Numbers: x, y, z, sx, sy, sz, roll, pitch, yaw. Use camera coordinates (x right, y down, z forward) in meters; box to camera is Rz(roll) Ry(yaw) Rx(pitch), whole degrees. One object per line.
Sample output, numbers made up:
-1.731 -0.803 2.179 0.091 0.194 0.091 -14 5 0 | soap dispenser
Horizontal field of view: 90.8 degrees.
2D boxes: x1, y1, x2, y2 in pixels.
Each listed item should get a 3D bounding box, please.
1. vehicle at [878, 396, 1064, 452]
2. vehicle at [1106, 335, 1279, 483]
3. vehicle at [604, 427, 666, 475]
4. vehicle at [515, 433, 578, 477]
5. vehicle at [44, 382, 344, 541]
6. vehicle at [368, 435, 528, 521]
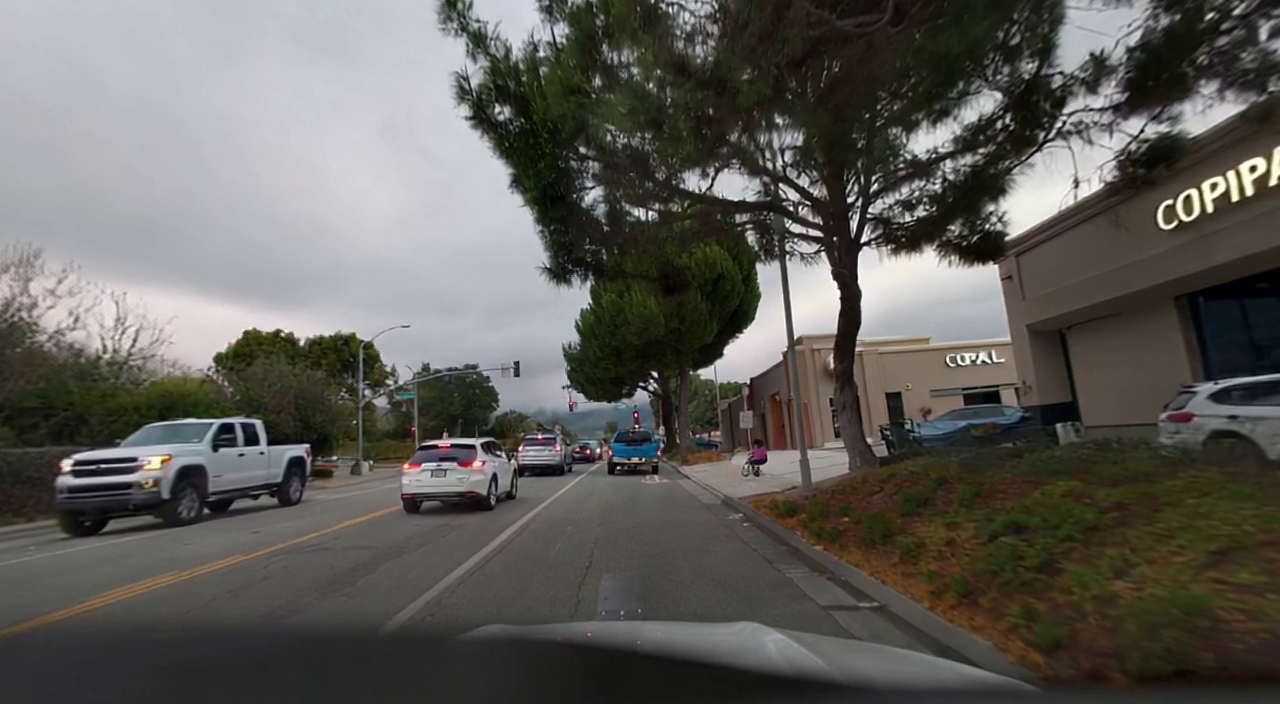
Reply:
9.095 2.032 17.500 4.159 1.416 2.049 2 -9 -14 | vehicle
8.892 0.777 7.891 4.853 1.528 2.039 1 -9 -10 | vehicle
-0.282 4.321 27.632 2.426 1.882 5.027 0 -9 -2 | vehicle
-3.937 4.419 27.275 2.046 1.750 4.452 0 -9 0 | vehicle
-13.167 3.342 20.022 3.062 3.442 8.771 -9 -9 0 | vehicle
-3.712 2.511 13.118 2.064 1.486 4.140 0 -9 -1 | vehicle
